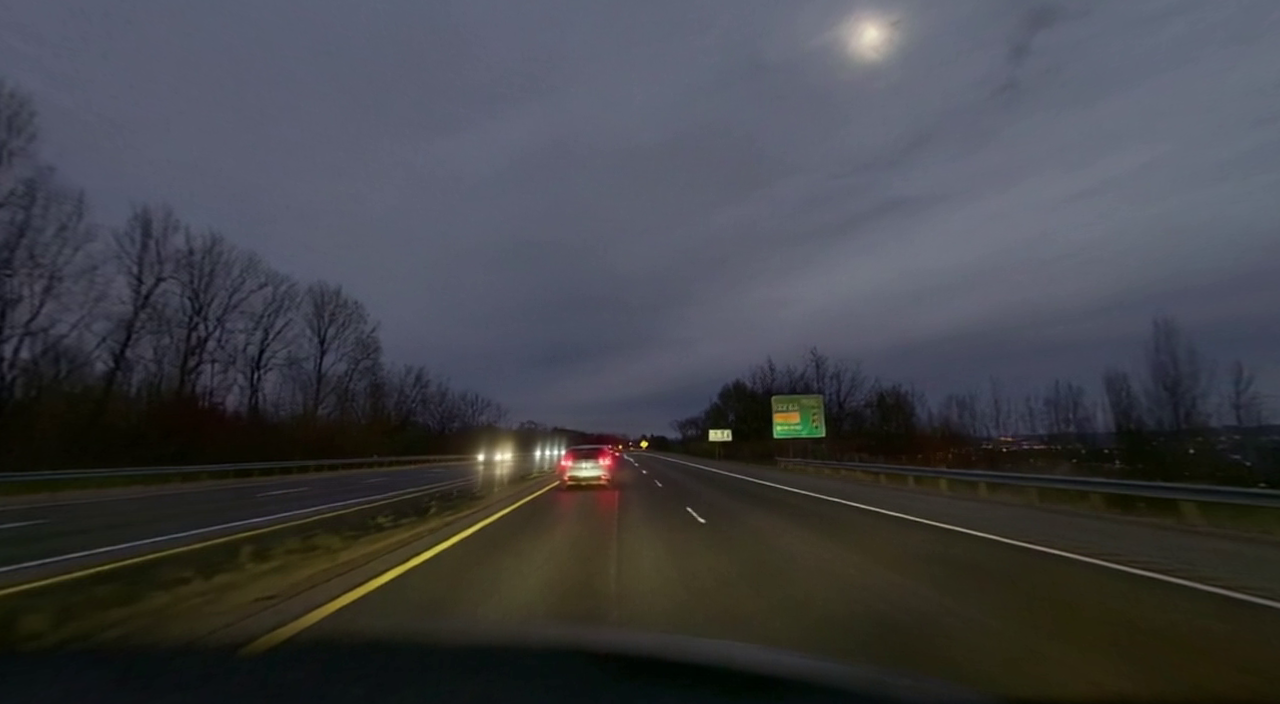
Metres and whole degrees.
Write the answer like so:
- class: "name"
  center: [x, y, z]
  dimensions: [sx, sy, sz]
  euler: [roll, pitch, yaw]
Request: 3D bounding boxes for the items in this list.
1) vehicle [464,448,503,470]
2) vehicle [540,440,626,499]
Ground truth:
- class: "vehicle"
  center: [-11.652, 8.014, 46.973]
  dimensions: [1.990, 1.539, 4.498]
  euler: [0, -9, -2]
- class: "vehicle"
  center: [-1.563, 3.394, 18.449]
  dimensions: [2.244, 1.506, 4.097]
  euler: [0, -9, -2]
